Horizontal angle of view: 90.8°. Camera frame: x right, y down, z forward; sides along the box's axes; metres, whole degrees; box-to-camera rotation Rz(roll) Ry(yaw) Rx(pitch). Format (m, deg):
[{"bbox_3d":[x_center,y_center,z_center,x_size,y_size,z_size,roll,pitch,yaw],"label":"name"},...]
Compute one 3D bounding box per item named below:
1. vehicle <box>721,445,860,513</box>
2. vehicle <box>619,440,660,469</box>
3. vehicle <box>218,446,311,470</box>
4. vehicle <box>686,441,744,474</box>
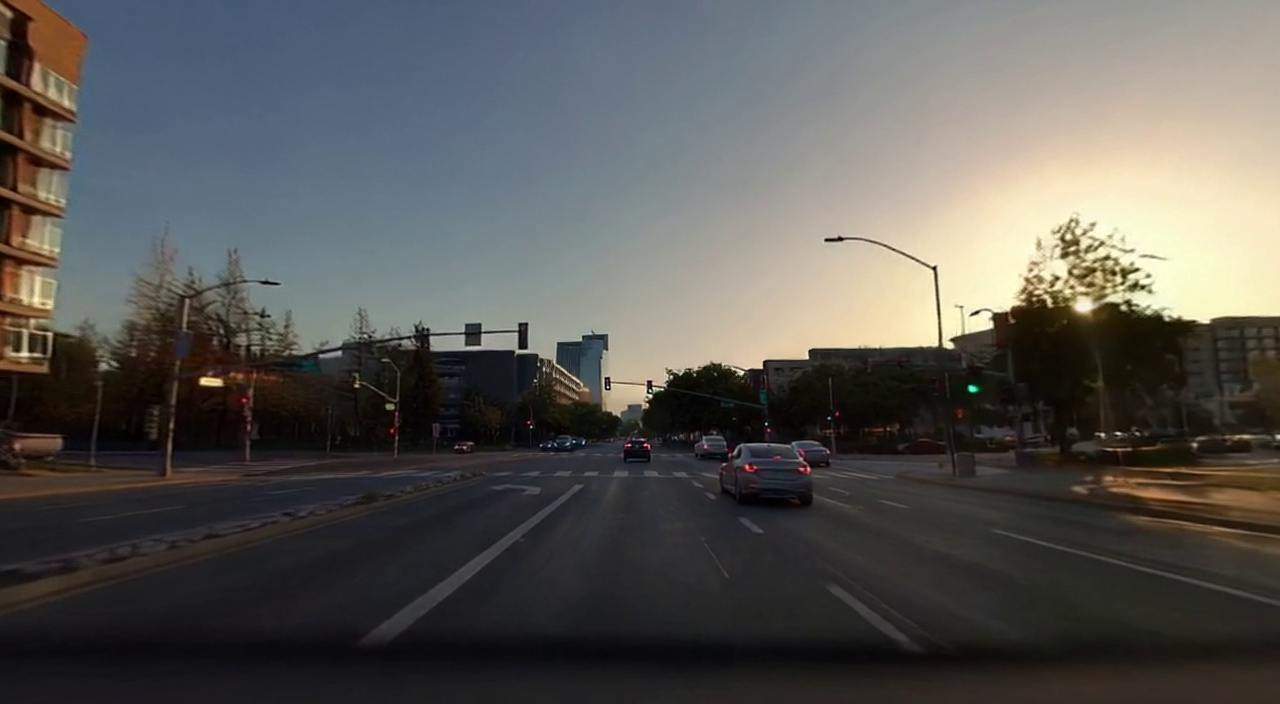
[{"bbox_3d":[3.283,2.861,14.824,2.080,1.321,4.382,0,-8,-2],"label":"vehicle"},{"bbox_3d":[-0.043,5.634,34.895,2.143,1.480,4.006,0,-8,-1],"label":"vehicle"},{"bbox_3d":[-24.345,6.855,41.053,4.751,1.501,2.147,-1,-9,5],"label":"vehicle"},{"bbox_3d":[3.632,5.177,31.380,2.226,1.490,4.593,0,-8,-1],"label":"vehicle"}]
